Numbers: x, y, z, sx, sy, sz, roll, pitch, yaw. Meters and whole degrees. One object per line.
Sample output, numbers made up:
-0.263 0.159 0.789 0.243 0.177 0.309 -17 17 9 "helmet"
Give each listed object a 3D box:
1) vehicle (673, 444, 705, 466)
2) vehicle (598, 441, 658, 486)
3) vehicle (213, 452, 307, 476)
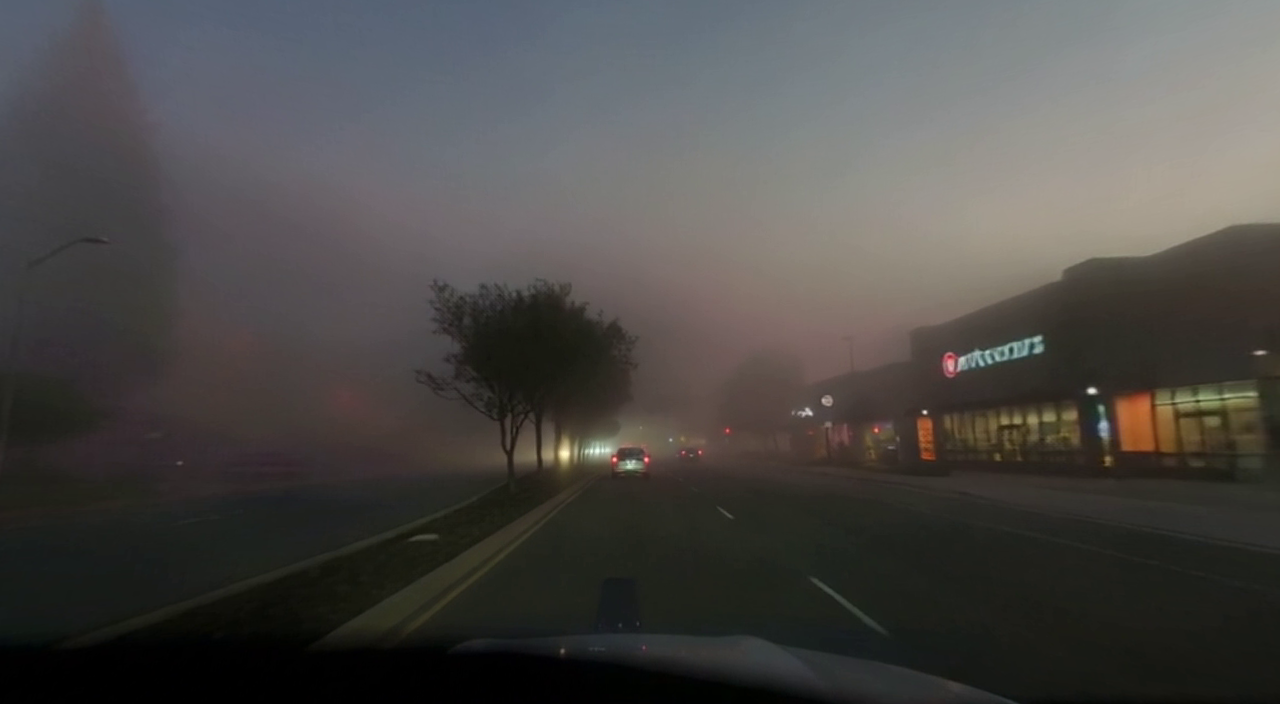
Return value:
3.513 7.484 45.922 1.910 1.474 4.003 0 -9 -1 "vehicle"
-0.413 4.027 23.031 2.006 1.487 3.535 0 -9 -1 "vehicle"
-23.215 6.836 38.704 4.472 1.412 1.891 0 -9 -3 "vehicle"
